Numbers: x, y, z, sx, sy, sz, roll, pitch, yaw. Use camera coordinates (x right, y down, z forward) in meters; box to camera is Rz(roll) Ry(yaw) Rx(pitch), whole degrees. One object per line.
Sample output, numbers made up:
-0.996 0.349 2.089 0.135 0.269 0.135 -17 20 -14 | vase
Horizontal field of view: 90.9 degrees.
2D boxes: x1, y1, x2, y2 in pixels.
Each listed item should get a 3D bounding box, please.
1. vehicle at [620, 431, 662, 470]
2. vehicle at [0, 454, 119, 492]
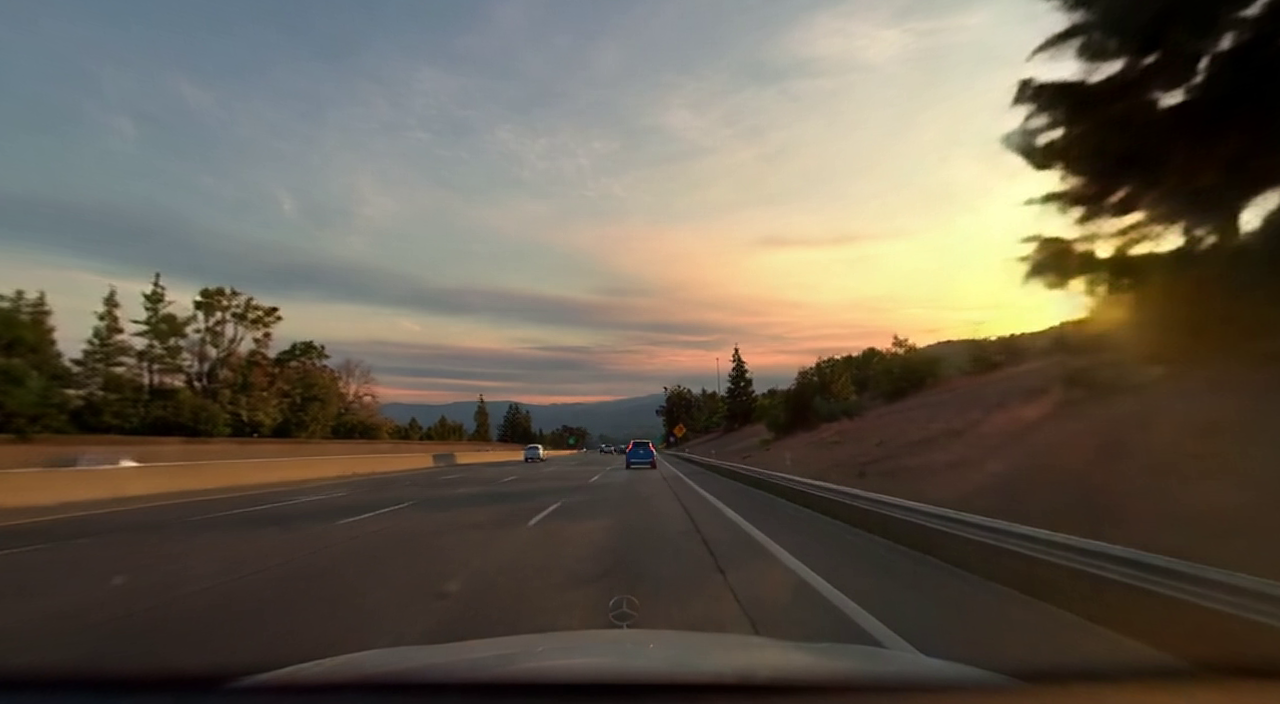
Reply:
0.049 5.857 37.511 2.318 2.145 4.561 0 -8 0 | vehicle
-26.663 5.505 28.981 1.796 1.530 4.250 0 -8 0 | vehicle
